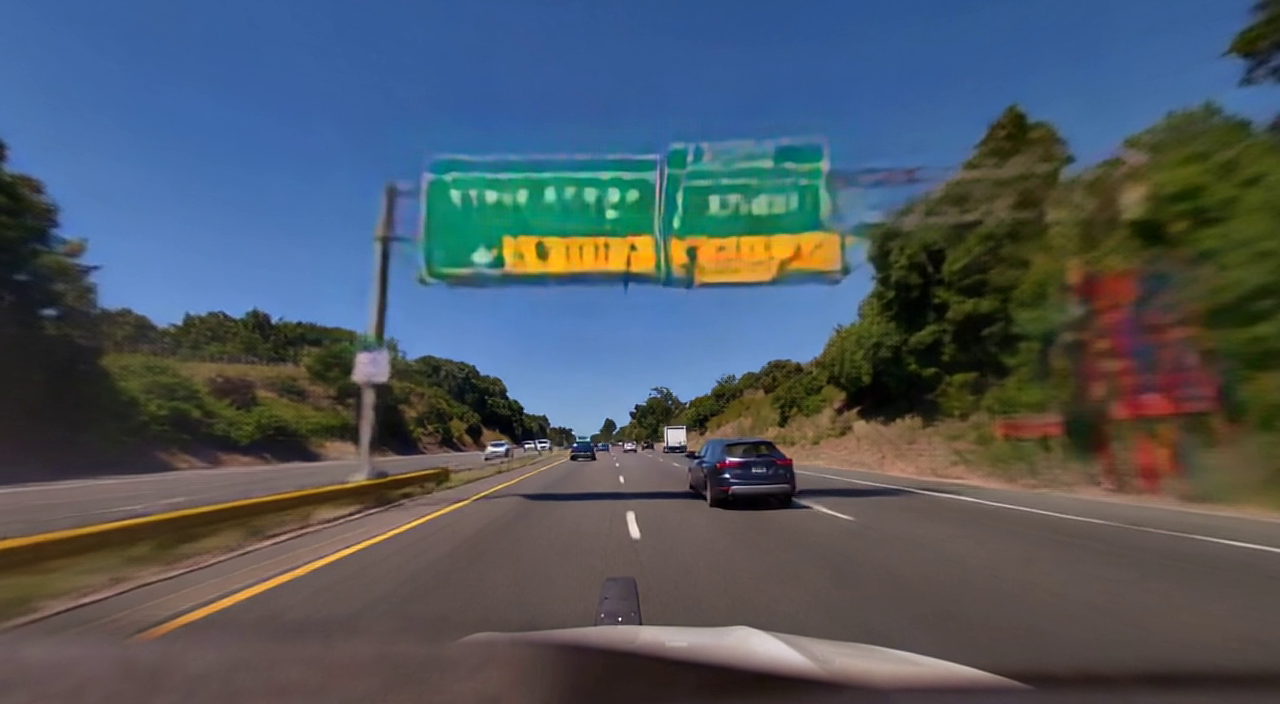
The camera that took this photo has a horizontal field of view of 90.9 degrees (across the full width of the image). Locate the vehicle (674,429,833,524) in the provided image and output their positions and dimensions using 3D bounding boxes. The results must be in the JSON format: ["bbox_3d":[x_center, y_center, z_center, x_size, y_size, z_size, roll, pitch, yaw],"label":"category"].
[{"bbox_3d":[1.965,2.328,12.559,1.961,1.495,4.743,1,-8,-4],"label":"vehicle"}]

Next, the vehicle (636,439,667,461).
[{"bbox_3d":[0.823,7.221,46.693,1.995,1.556,3.893,1,-8,-4],"label":"vehicle"}]

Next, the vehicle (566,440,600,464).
[{"bbox_3d":[-3.656,6.459,41.017,2.055,1.466,4.317,0,-8,-3],"label":"vehicle"}]
